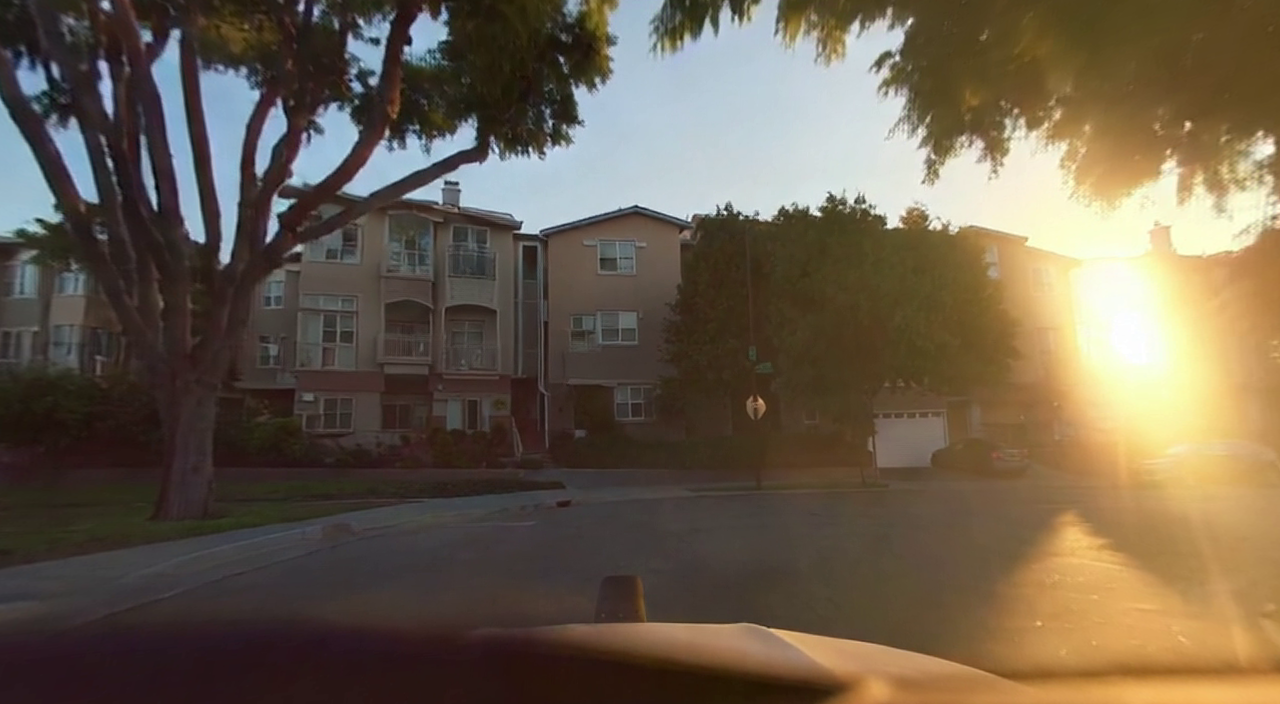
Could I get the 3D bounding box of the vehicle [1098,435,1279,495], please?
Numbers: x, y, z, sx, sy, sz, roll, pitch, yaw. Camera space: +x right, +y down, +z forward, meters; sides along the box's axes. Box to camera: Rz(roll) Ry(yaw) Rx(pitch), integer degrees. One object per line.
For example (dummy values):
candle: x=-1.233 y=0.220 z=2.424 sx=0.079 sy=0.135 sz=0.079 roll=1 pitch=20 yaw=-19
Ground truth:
vehicle: x=17.365 y=3.491 z=19.732 sx=4.584 sy=1.744 sz=1.946 roll=0 pitch=-8 yaw=-3

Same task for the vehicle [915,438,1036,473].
vehicle: x=14.939 y=4.574 z=28.206 sx=4.714 sy=1.458 sz=1.812 roll=2 pitch=-9 yaw=-15
